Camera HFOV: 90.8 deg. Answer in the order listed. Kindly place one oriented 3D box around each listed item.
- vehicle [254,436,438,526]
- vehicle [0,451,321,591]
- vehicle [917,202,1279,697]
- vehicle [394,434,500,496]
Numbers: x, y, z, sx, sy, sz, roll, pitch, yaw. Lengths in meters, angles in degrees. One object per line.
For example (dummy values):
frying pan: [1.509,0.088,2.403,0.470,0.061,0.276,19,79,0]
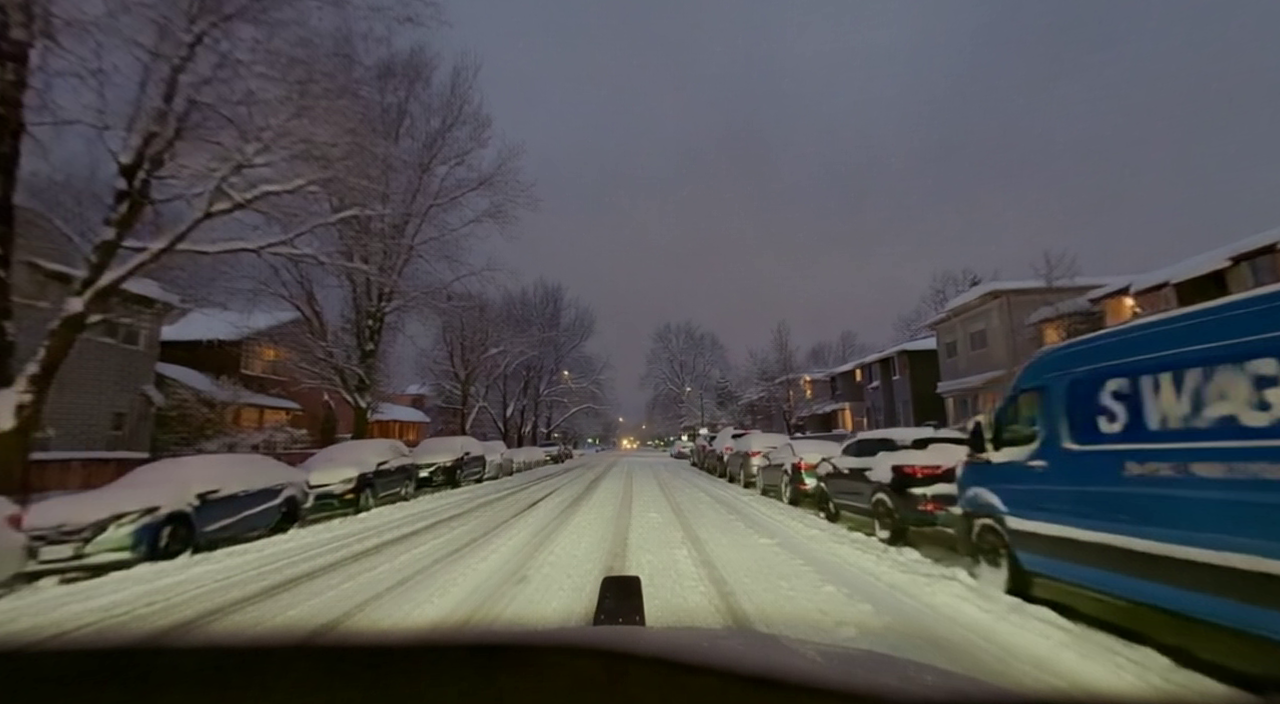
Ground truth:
vehicle: [-7.032,3.119,16.016,2.162,1.846,5.426,0,-8,-1]
vehicle: [-6.873,2.298,9.578,1.828,1.468,4.738,-2,-8,-3]
vehicle: [4.516,0.686,4.517,2.178,2.656,5.712,0,-9,-3]
vehicle: [-7.061,4.181,23.932,2.195,2.023,6.055,0,-8,-1]
